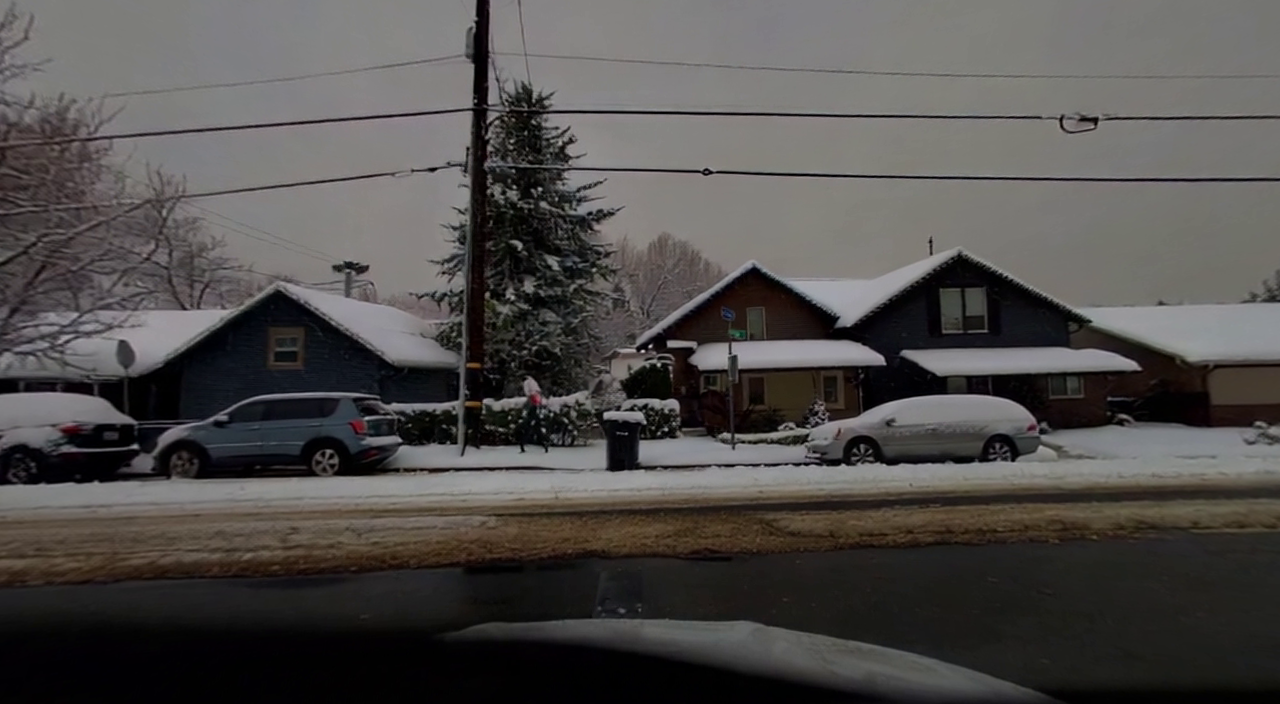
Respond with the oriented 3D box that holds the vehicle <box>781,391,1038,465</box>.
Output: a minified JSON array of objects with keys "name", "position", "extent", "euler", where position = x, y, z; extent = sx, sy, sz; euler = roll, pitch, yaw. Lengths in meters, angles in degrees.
[{"name":"vehicle","position":[5.376,1.574,13.030],"extent":[4.469,1.391,1.746],"euler":[0,-8,-2]}]

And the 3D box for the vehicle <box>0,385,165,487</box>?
[{"name":"vehicle","position":[-12.451,1.700,12.678],"extent":[4.259,1.878,1.842],"euler":[0,-8,-1]}]

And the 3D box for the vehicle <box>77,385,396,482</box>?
[{"name":"vehicle","position":[-7.714,1.608,12.531],"extent":[4.943,1.731,1.877],"euler":[0,-8,-2]}]
